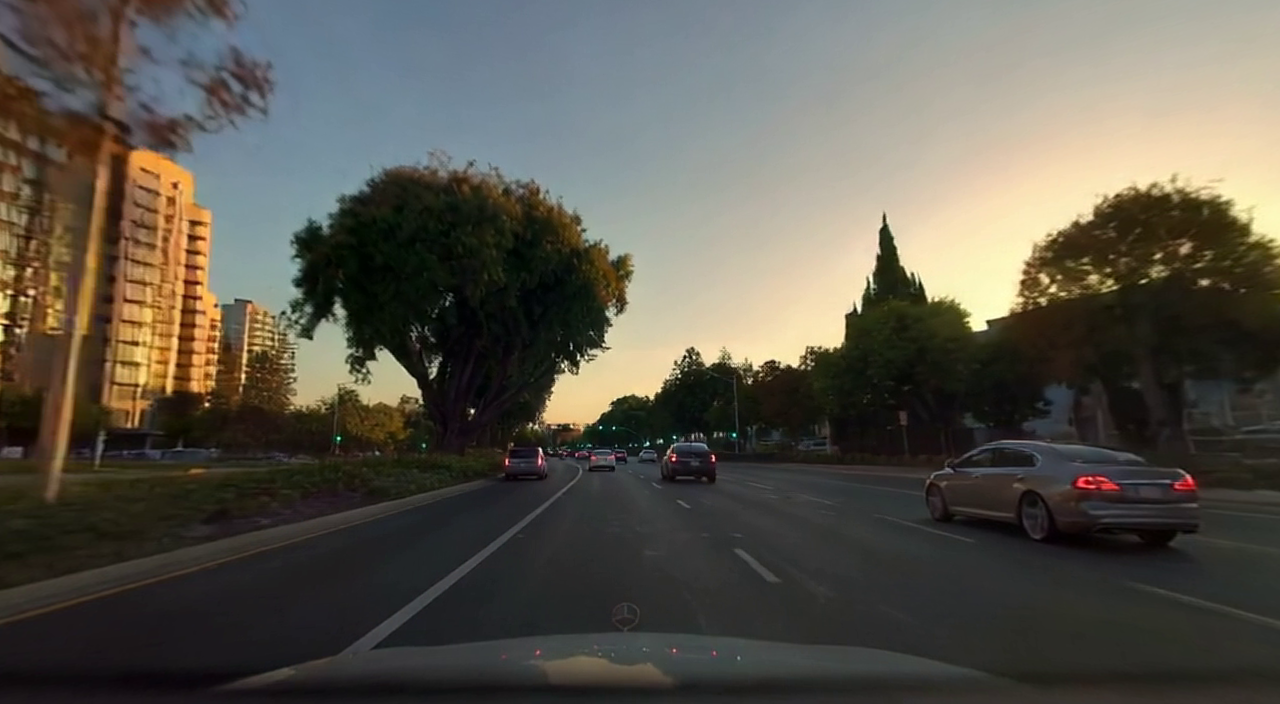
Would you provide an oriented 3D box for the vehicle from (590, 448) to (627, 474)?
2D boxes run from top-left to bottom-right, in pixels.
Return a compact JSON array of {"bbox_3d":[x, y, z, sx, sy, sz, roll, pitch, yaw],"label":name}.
[{"bbox_3d":[-1.999,6.689,38.933,2.155,1.486,4.403,1,-8,-5],"label":"vehicle"}]

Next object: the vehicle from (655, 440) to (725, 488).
[{"bbox_3d":[1.868,4.384,25.156,2.161,1.716,4.194,1,-8,-4],"label":"vehicle"}]

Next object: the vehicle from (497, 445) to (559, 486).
[{"bbox_3d":[-4.939,5.032,28.416,2.172,1.671,4.175,0,-8,-2],"label":"vehicle"}]

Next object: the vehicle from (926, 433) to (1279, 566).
[{"bbox_3d":[6.097,1.897,8.959,1.945,1.408,4.288,0,-8,-2],"label":"vehicle"}]
